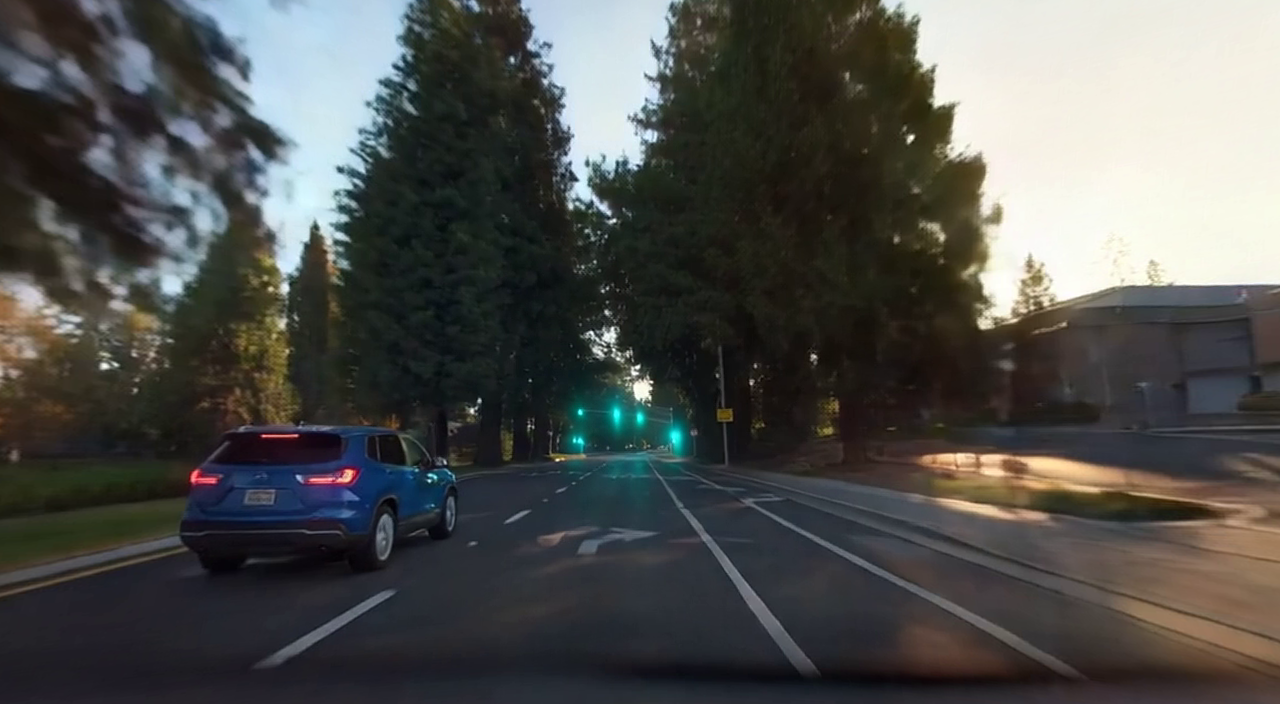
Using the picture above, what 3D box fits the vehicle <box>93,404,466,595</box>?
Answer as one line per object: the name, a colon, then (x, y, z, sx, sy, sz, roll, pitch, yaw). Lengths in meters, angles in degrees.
vehicle: (-3.885, 1.677, 8.001, 2.121, 1.724, 4.392, 0, -9, 0)
